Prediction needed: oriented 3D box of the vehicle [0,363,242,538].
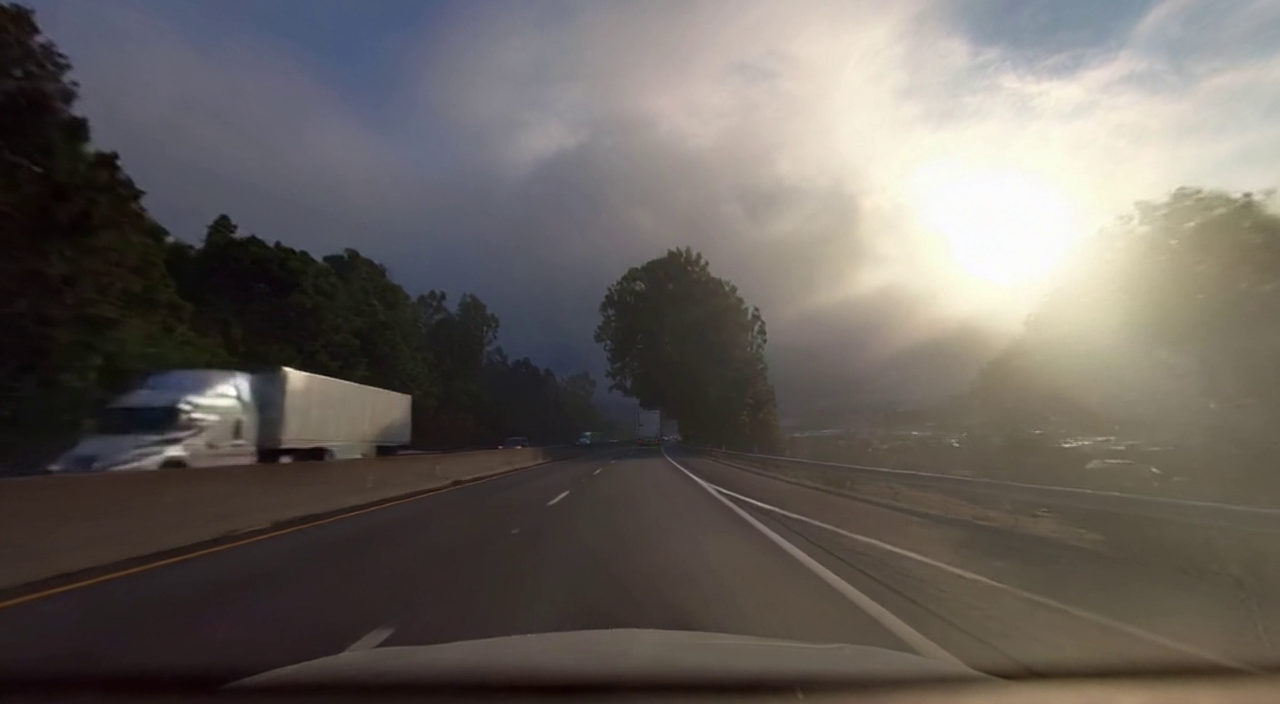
[{"bbox_3d":[-10.009,1.705,11.009,2.304,2.391,5.779,0,-8,0],"label":"vehicle"}]
